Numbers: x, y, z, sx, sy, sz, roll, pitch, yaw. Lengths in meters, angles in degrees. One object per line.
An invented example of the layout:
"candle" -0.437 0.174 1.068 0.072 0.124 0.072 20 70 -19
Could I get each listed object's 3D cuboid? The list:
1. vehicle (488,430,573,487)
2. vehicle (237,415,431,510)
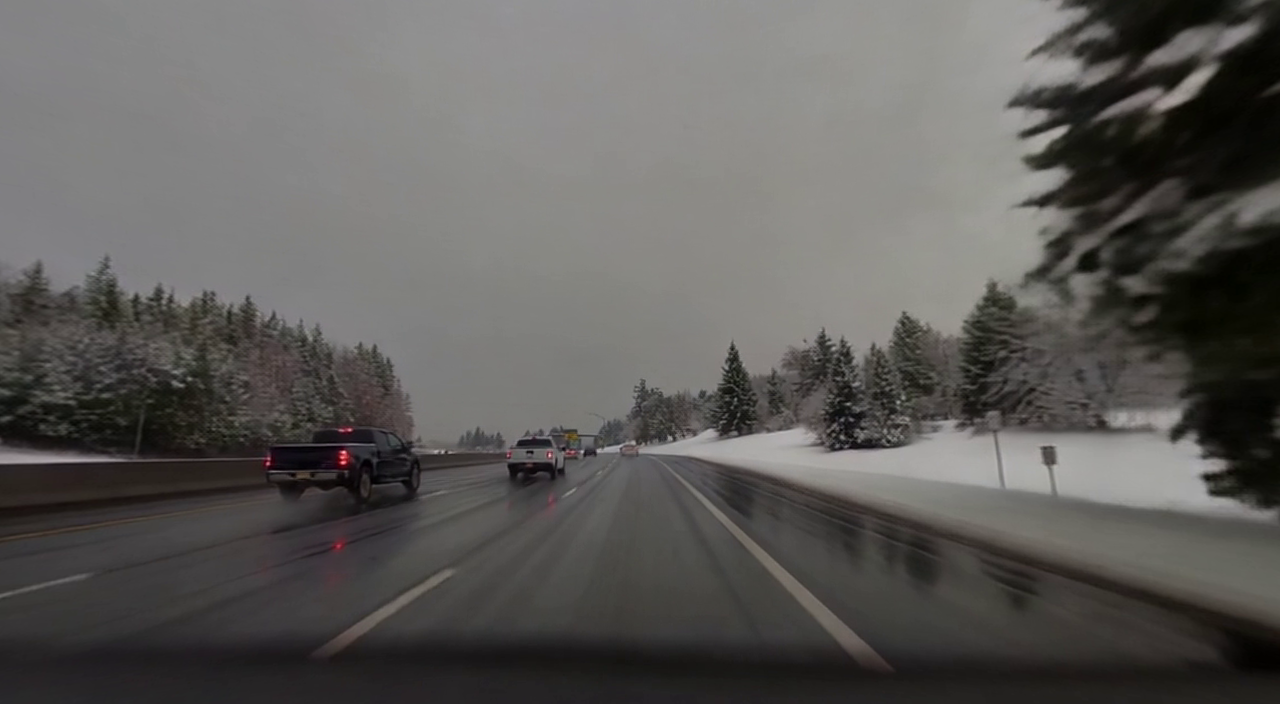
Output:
"vehicle" -3.768 3.785 22.603 2.142 1.789 5.009 0 -9 0
"vehicle" -7.276 2.706 15.781 2.160 1.949 5.293 0 -9 0
